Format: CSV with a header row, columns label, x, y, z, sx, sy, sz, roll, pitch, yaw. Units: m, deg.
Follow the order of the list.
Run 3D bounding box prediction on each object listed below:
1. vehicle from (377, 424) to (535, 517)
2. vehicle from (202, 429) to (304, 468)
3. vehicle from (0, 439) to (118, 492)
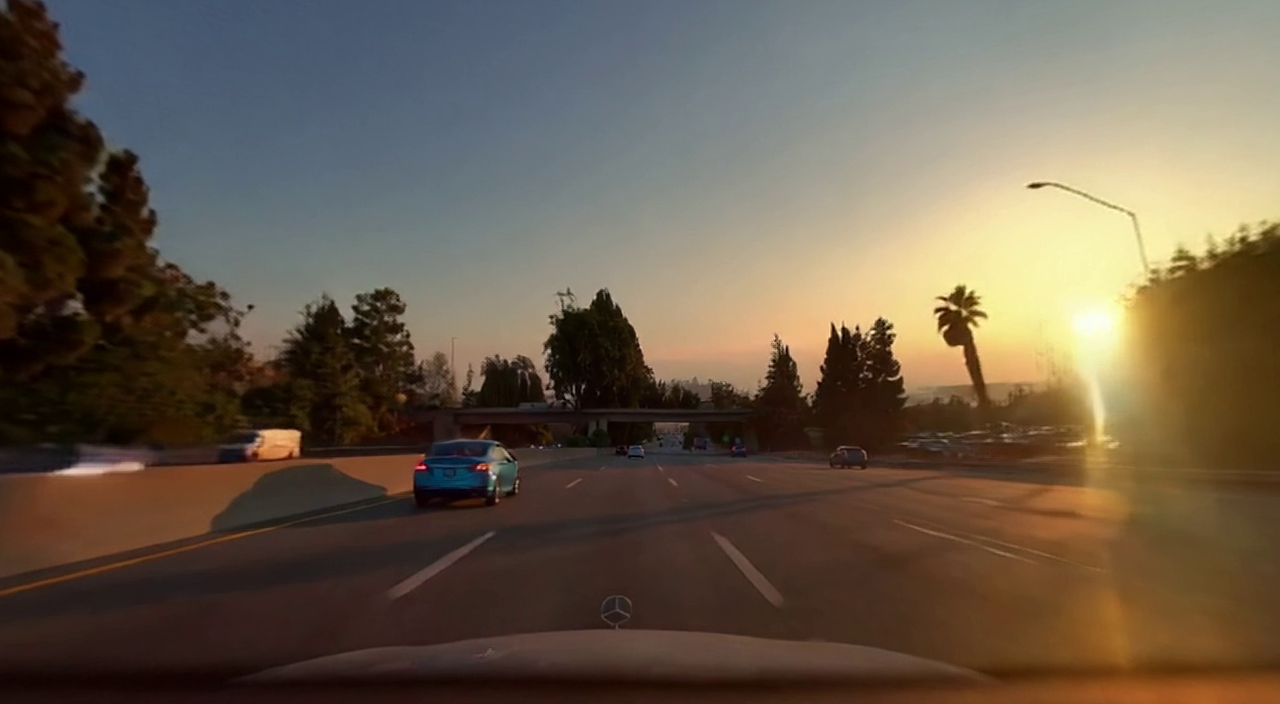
label,x,y,z,sx,sy,sz,roll,pitch,yaw
vehicle,-3.652,2.441,13.580,1.996,1.617,4.637,0,-8,0
vehicle,-22.295,5.584,36.765,2.304,2.105,5.701,0,-8,0
vehicle,-18.991,3.409,19.268,2.040,1.464,4.805,0,-8,0
